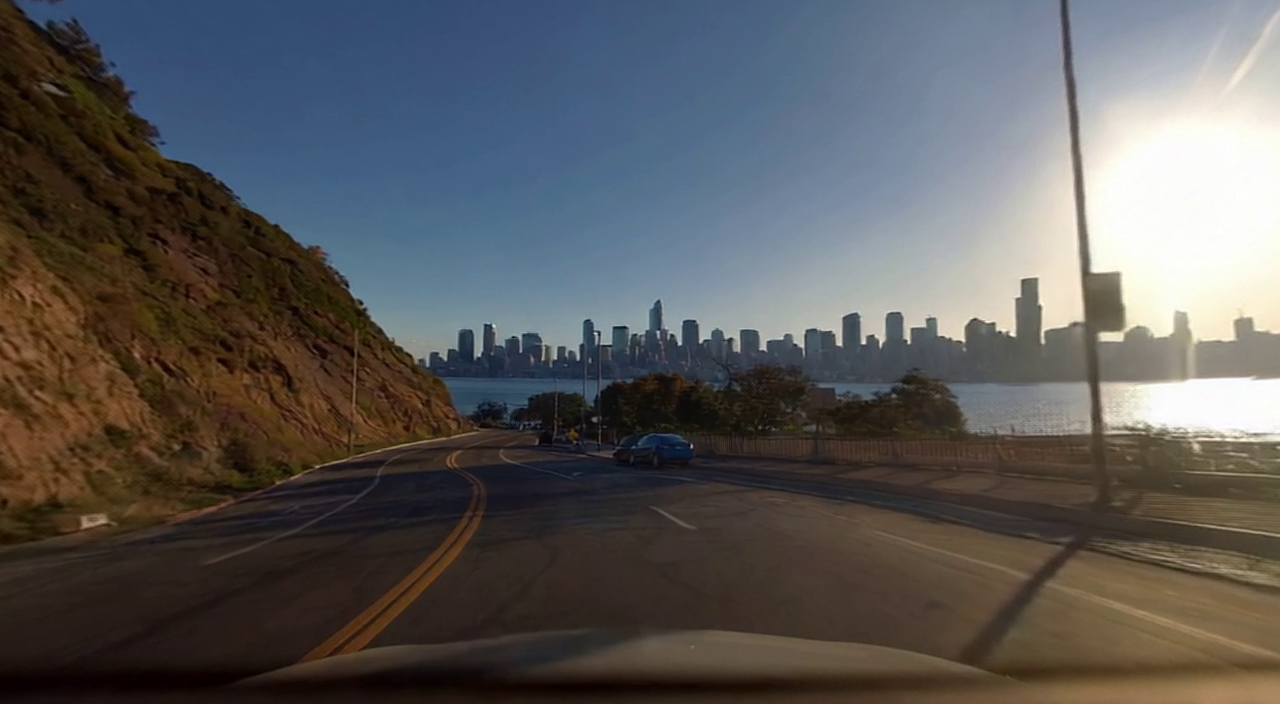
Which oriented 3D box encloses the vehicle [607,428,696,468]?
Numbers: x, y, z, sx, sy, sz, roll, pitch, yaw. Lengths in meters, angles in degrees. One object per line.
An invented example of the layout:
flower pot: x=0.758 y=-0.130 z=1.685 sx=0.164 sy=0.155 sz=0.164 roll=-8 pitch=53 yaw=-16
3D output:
vehicle: x=0.610 y=4.361 z=28.735 sx=2.064 sy=1.667 sz=4.453 roll=-5 pitch=-10 yaw=30
